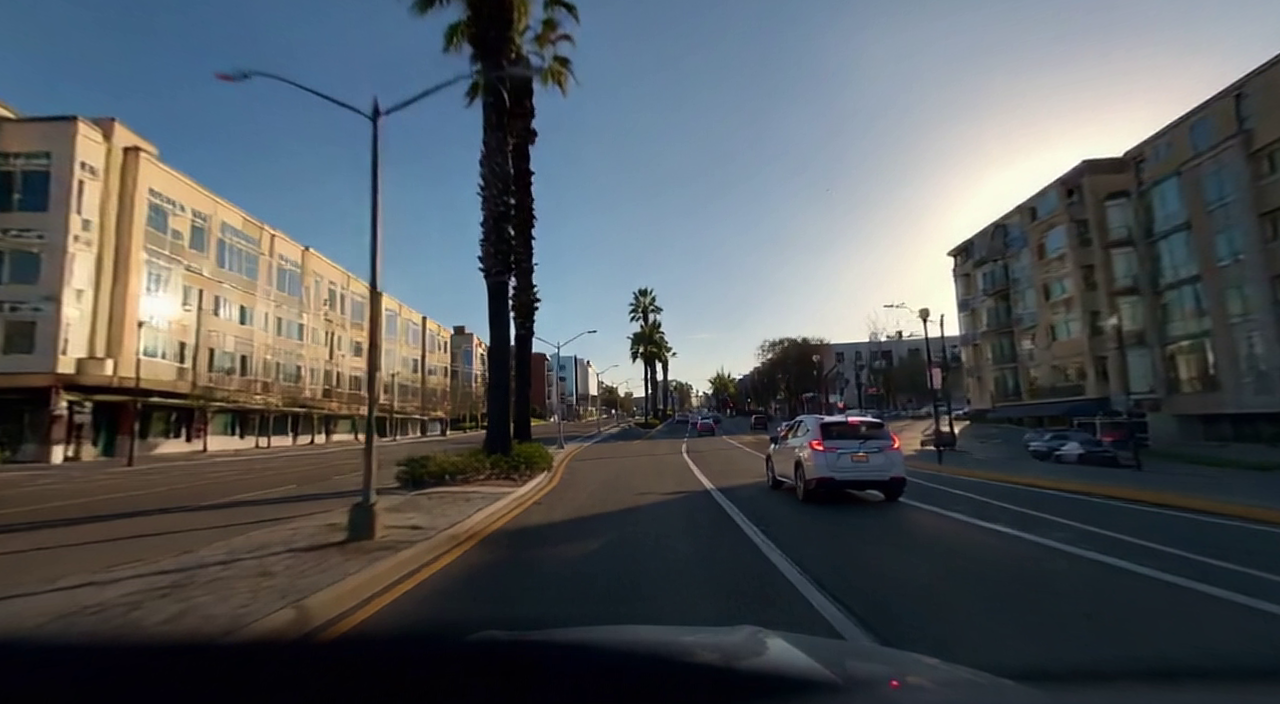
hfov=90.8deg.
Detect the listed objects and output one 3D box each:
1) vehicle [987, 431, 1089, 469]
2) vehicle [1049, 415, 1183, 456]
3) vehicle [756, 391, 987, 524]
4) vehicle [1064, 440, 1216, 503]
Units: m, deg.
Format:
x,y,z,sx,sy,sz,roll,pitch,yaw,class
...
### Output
x,y,z,sx,sy,sz,roll,pitch,yaw,class
17.859,4.423,28.639,1.818,1.568,4.309,-1,-8,1,vehicle
25.058,4.374,33.427,4.991,1.798,2.501,-3,-5,1,vehicle
3.607,1.777,11.062,2.219,1.795,4.718,0,-8,0,vehicle
17.751,4.194,22.734,1.909,1.442,4.265,-4,-2,-2,vehicle
